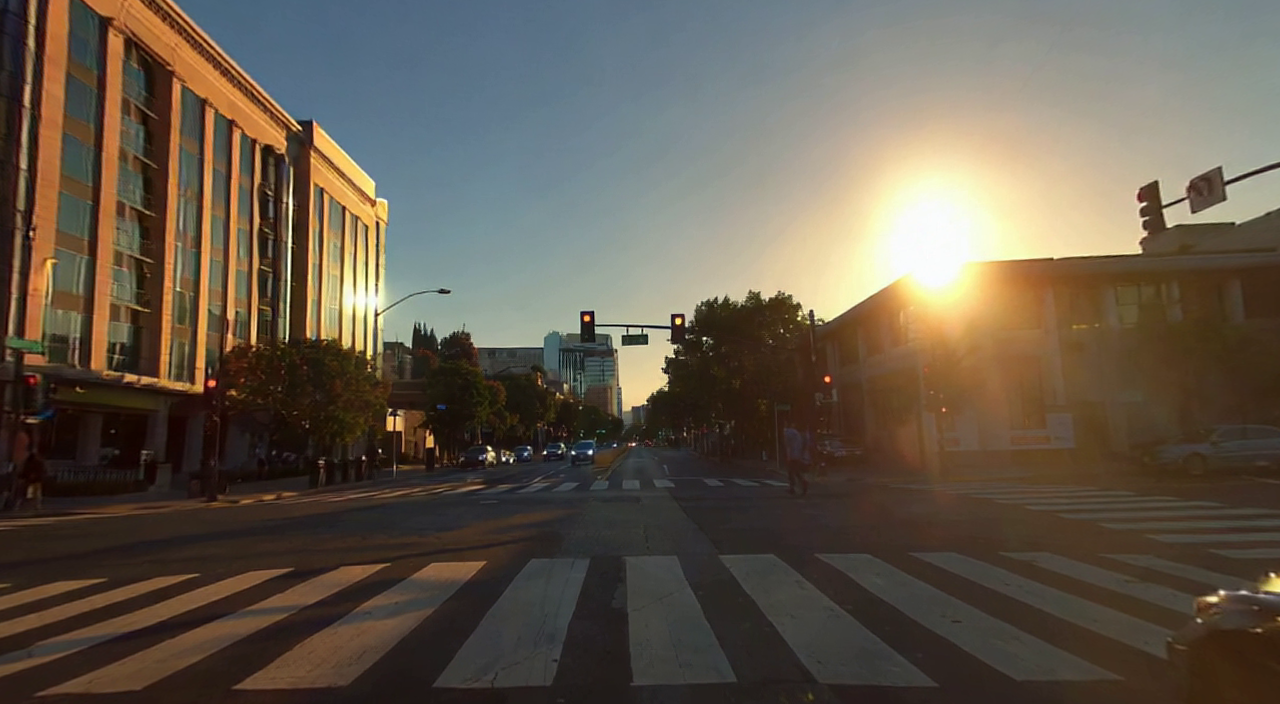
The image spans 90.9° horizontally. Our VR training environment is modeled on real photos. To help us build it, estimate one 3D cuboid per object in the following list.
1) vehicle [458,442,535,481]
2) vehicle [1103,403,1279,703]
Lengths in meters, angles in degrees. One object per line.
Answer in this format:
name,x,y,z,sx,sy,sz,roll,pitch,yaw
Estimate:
vehicle,-5.882,4.542,26.480,2.127,1.473,4.428,0,-8,1
vehicle,2.956,0.657,0.117,2.039,1.519,4.846,0,-8,0
